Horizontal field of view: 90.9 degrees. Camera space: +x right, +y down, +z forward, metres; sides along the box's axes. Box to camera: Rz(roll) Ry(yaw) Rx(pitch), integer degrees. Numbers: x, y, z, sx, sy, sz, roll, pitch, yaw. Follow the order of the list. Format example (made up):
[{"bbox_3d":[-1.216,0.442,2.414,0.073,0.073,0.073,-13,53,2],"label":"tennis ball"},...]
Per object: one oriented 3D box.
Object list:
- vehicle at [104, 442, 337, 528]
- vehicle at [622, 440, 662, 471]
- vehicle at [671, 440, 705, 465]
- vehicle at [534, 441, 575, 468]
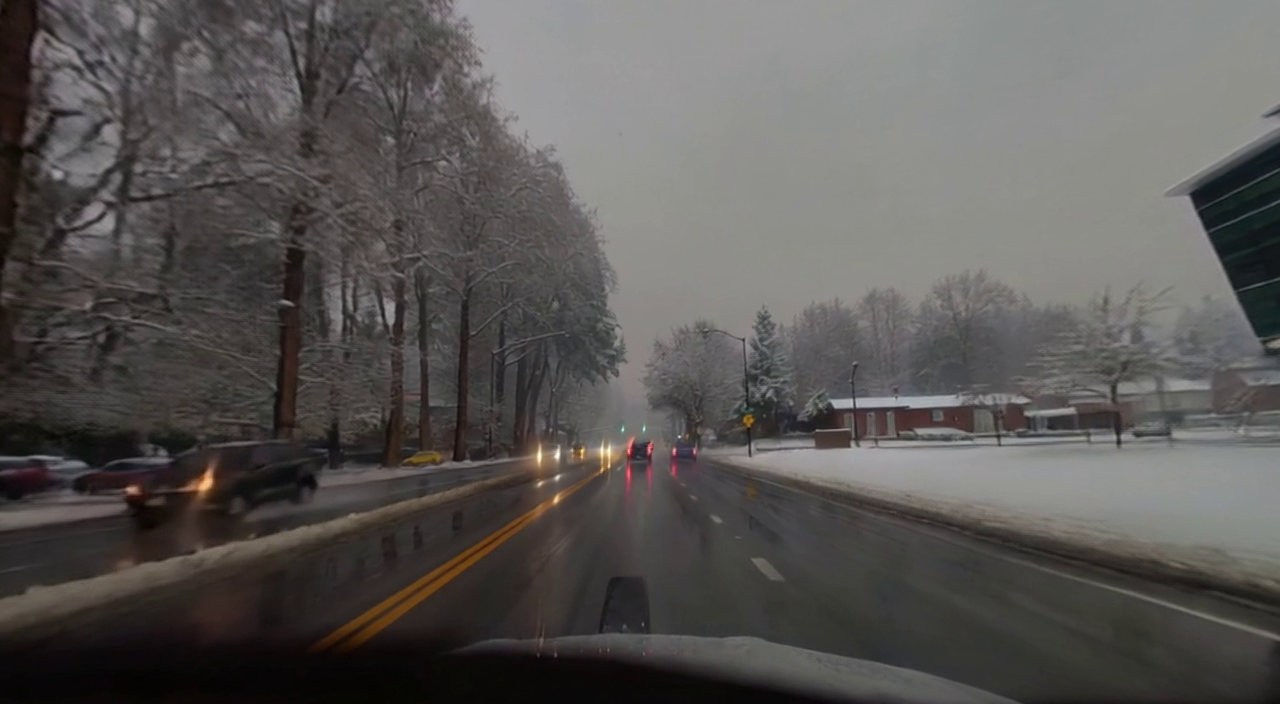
[{"bbox_3d":[-9.905,3.120,15.611,2.064,1.722,5.226,0,-8,1],"label":"vehicle"},{"bbox_3d":[0.151,5.785,35.362,2.109,1.612,3.963,0,-8,1],"label":"vehicle"},{"bbox_3d":[3.498,7.419,46.727,2.189,1.766,4.495,0,-8,0],"label":"vehicle"},{"bbox_3d":[-6.102,7.366,45.582,2.247,1.825,4.618,0,-8,1],"label":"vehicle"}]
